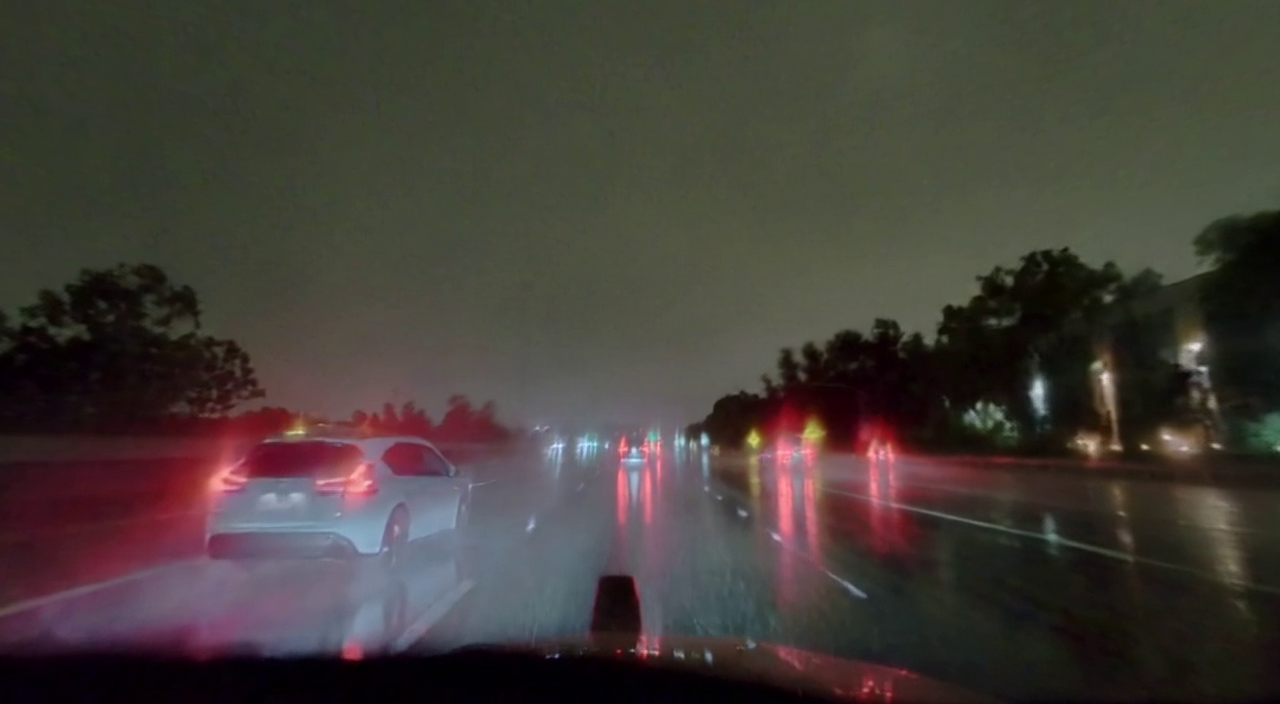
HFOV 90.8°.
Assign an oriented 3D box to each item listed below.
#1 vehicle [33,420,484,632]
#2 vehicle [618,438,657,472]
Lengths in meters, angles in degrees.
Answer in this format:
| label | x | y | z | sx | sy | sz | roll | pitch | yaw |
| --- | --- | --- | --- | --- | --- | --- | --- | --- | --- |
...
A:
| label | x | y | z | sx | sy | sz | roll | pitch | yaw |
| --- | --- | --- | --- | --- | --- | --- | --- | --- | --- |
| vehicle | -3.490 | 1.687 | 7.300 | 2.140 | 1.574 | 4.946 | 0 | -9 | 0 |
| vehicle | -0.178 | 6.271 | 38.741 | 2.269 | 1.924 | 4.596 | 0 | -9 | -1 |
